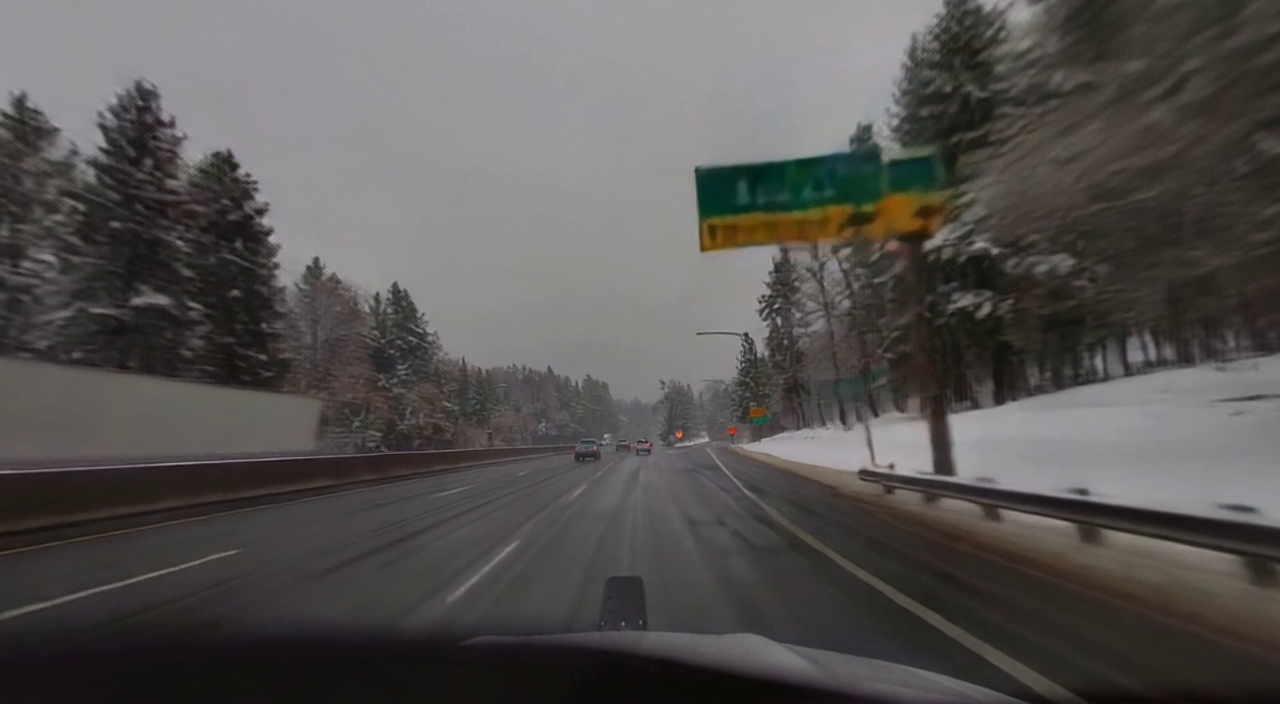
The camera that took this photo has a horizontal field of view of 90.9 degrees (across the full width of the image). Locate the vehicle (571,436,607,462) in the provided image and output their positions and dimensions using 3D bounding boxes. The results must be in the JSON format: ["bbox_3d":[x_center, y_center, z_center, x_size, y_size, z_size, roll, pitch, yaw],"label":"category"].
[{"bbox_3d":[-3.613,6.967,45.324,2.129,1.742,4.217,0,-8,1],"label":"vehicle"}]

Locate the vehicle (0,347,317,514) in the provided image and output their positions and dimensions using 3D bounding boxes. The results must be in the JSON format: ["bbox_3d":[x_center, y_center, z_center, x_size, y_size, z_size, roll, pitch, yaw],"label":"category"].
[{"bbox_3d":[-17.276,2.990,22.631,2.877,4.076,16.156,0,-8,0],"label":"vehicle"}]
